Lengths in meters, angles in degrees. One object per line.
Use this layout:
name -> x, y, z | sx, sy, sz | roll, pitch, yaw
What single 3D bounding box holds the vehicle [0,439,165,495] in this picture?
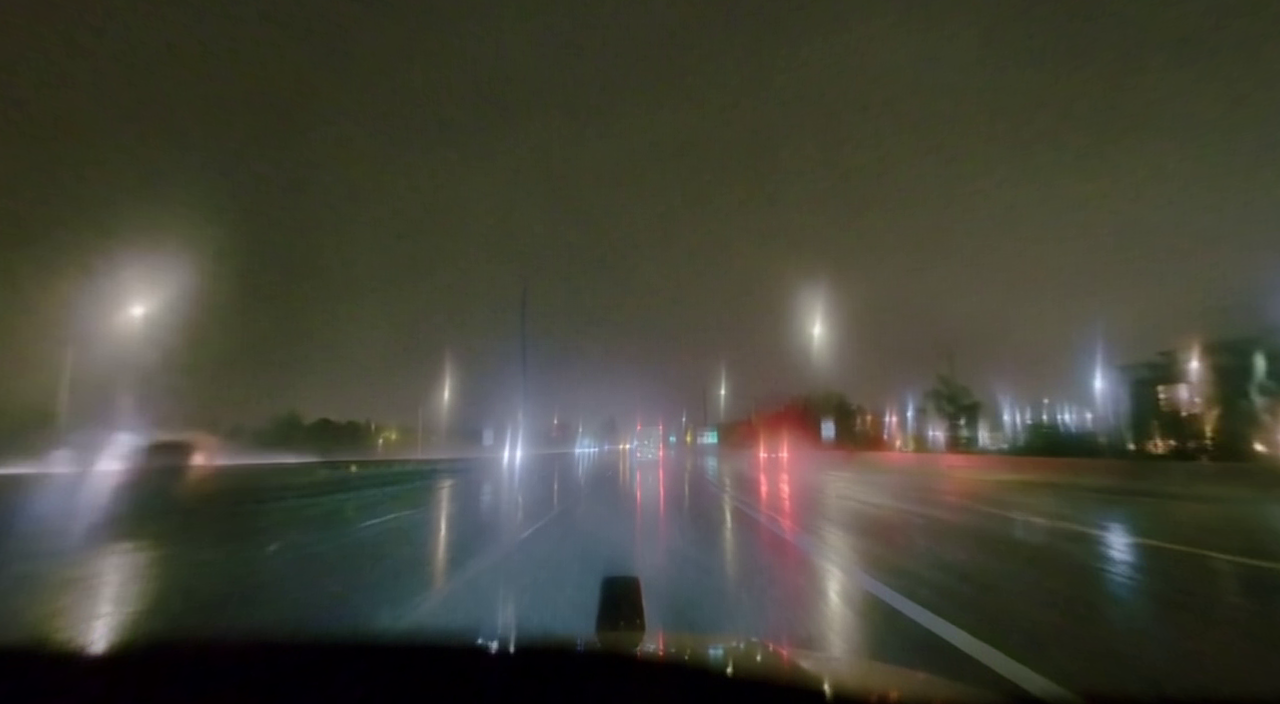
vehicle -> -19.701, 3.951, 22.064 | 2.114, 1.707, 5.174 | 0, -9, 0
